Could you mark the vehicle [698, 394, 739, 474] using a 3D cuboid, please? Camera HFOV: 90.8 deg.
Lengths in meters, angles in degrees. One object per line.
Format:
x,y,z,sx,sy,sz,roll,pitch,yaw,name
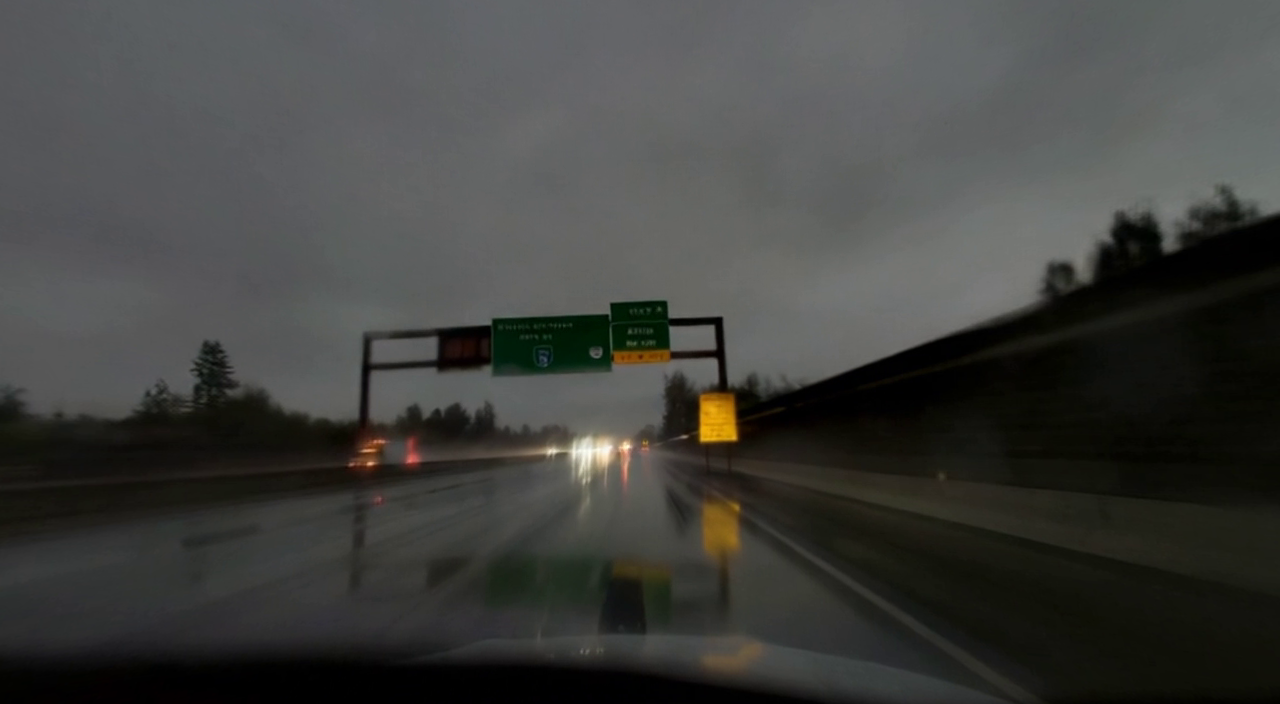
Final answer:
4.143,4.410,33.745,1.697,3.935,4.195,-2,-9,3,vehicle
